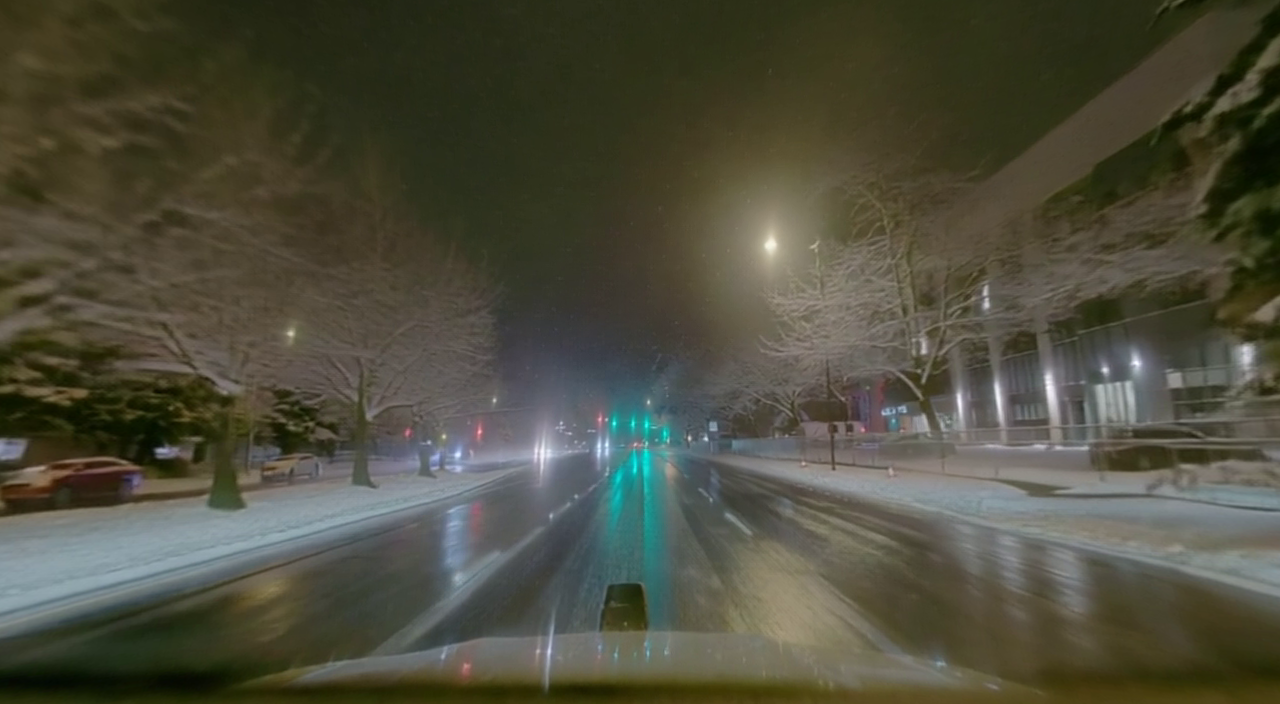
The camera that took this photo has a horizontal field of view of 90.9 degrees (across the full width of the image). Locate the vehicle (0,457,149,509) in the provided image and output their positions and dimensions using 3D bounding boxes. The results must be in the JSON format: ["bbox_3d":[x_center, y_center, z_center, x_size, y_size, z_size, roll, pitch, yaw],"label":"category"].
[{"bbox_3d":[-22.909,5.193,25.468,2.067,1.743,5.056,0,-9,-1],"label":"vehicle"}]

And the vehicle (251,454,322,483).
[{"bbox_3d":[-23.107,7.596,41.395,1.957,1.672,4.743,0,-9,-1],"label":"vehicle"}]

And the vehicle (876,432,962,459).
[{"bbox_3d":[17.387,5.863,39.428,4.450,1.643,1.996,0,-9,0],"label":"vehicle"}]

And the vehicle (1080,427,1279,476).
[{"bbox_3d":[17.521,3.232,20.532,4.813,1.464,2.073,0,-9,-1],"label":"vehicle"}]
